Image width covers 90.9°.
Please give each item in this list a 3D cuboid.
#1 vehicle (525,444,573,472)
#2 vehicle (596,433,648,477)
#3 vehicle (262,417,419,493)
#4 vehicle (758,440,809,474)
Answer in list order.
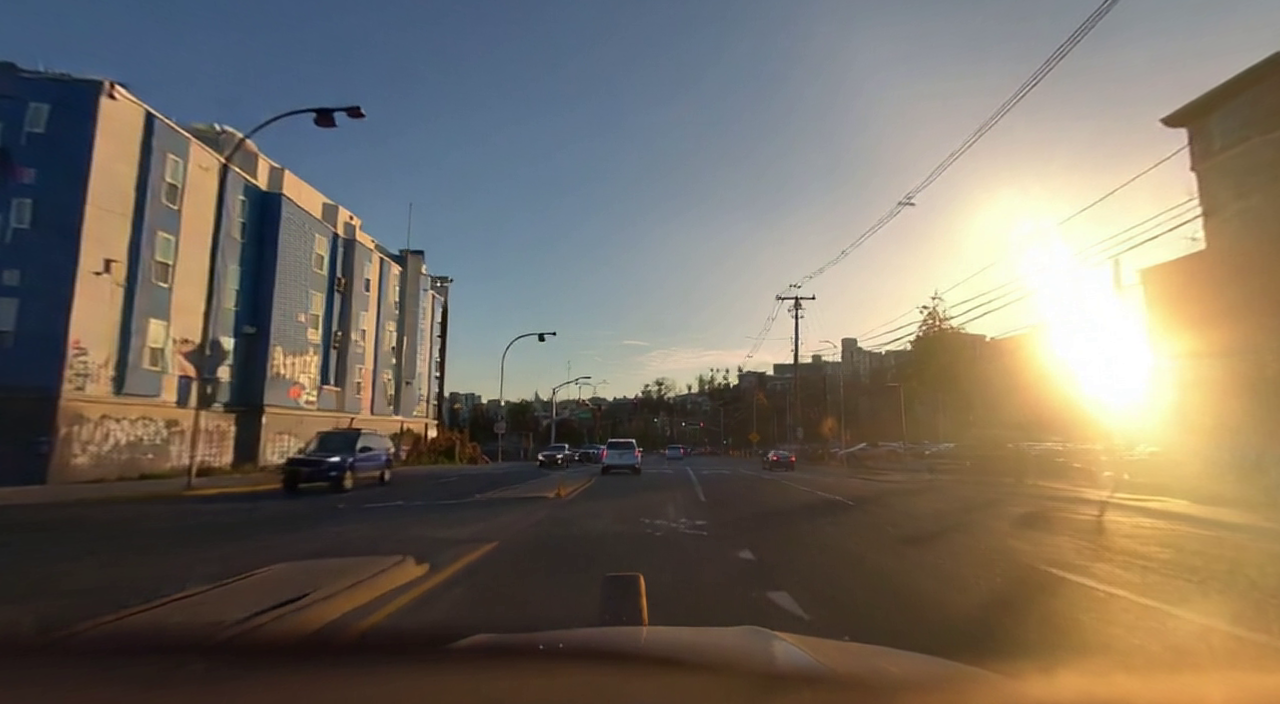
[{"bbox_3d":[-5.261,6.164,36.834,1.973,1.502,4.275,-1,-8,3],"label":"vehicle"},{"bbox_3d":[-0.814,4.561,28.260,2.160,1.786,4.702,0,-8,-2],"label":"vehicle"},{"bbox_3d":[-9.013,3.164,19.623,2.393,2.059,4.739,-1,-8,2],"label":"vehicle"},{"bbox_3d":[8.031,5.896,35.663,1.952,1.749,4.311,-1,-8,2],"label":"vehicle"}]
